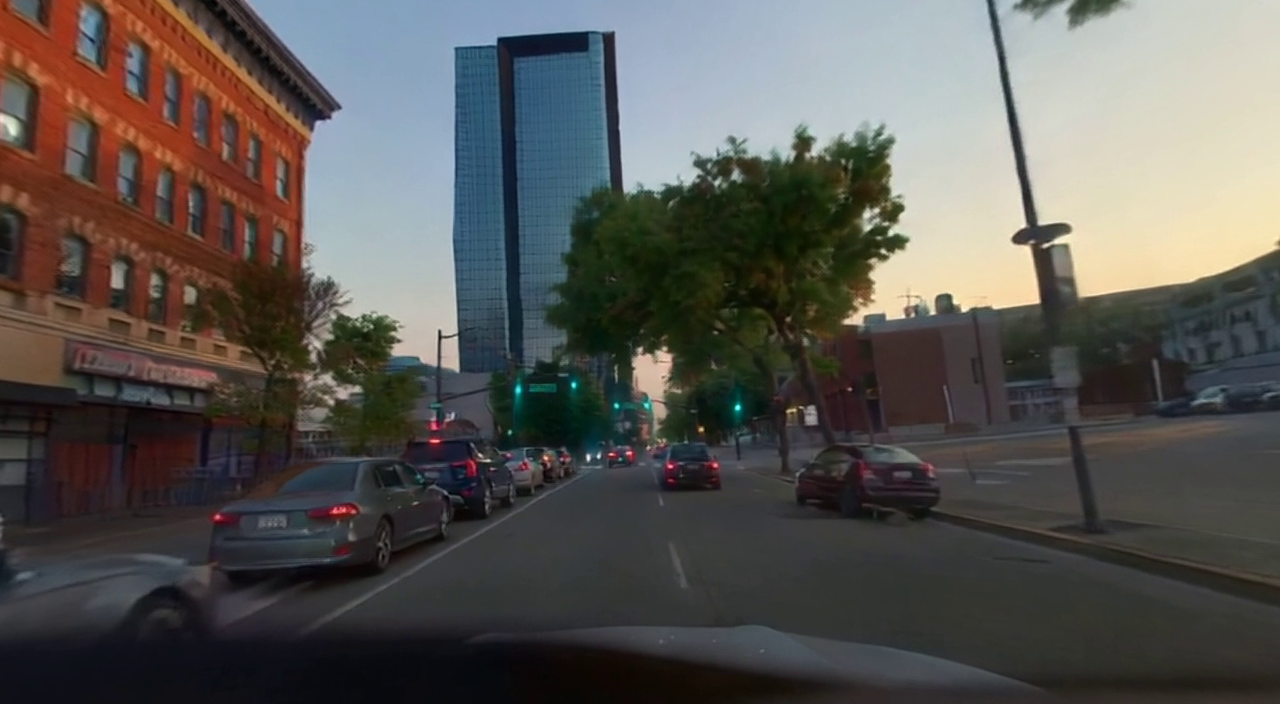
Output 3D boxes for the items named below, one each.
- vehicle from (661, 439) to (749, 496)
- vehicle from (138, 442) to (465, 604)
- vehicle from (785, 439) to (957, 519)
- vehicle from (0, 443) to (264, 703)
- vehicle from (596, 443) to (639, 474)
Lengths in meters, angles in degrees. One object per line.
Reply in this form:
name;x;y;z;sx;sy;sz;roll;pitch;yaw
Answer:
vehicle;1.795;3.387;18.908;2.150;1.464;4.467;-1;-8;0
vehicle;-3.886;1.976;8.445;2.214;1.496;4.648;0;-8;-6
vehicle;4.778;2.665;13.895;1.956;1.446;4.537;0;-8;-2
vehicle;-2.874;0.874;1.000;2.169;1.427;4.531;0;-8;-7
vehicle;-1.142;5.550;33.144;2.102;1.521;4.078;0;-8;-1
